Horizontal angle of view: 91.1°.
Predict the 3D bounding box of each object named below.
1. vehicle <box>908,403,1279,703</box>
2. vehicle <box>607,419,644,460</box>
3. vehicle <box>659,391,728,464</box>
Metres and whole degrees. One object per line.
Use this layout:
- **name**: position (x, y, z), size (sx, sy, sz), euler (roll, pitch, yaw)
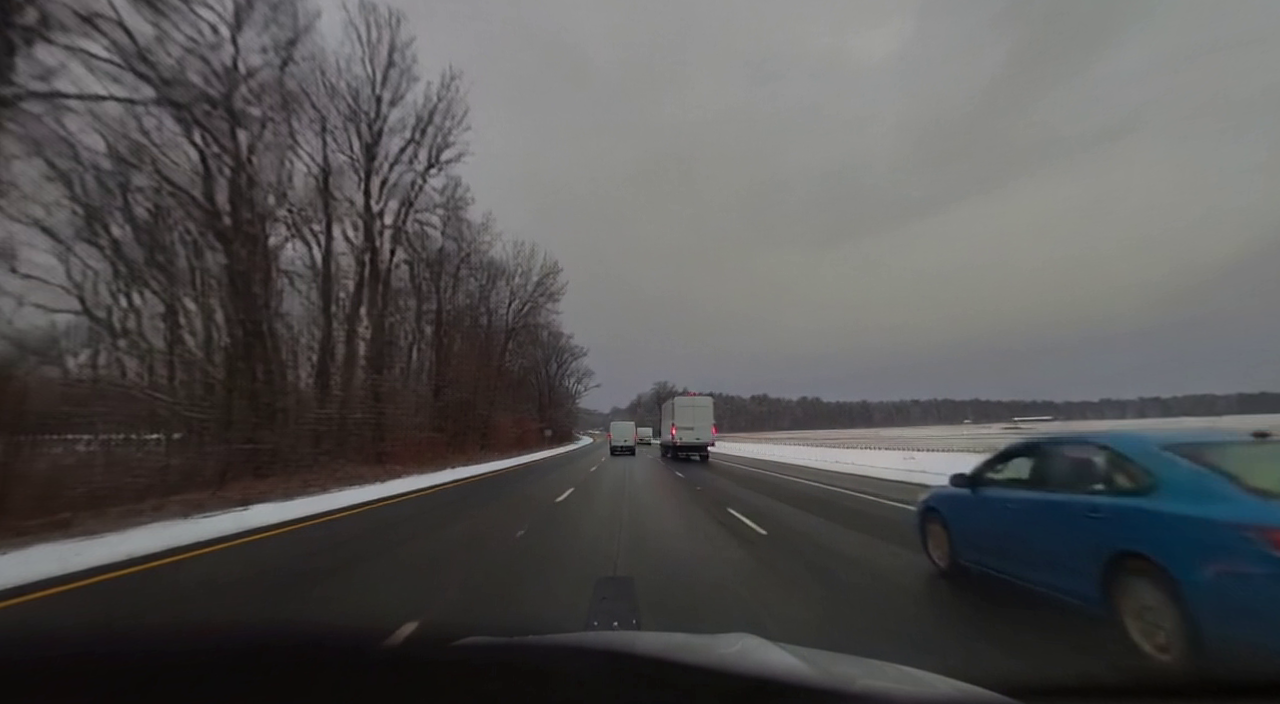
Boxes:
- **vehicle**: position (3.752, 1.176, 4.179), size (1.962, 1.508, 4.363), euler (0, -8, -1)
- **vehicle**: position (-0.973, 6.063, 43.655), size (2.389, 2.637, 5.437), euler (0, -8, -1)
- **vehicle**: position (3.175, 5.108, 41.817), size (3.128, 4.087, 13.351), euler (0, -8, -1)
